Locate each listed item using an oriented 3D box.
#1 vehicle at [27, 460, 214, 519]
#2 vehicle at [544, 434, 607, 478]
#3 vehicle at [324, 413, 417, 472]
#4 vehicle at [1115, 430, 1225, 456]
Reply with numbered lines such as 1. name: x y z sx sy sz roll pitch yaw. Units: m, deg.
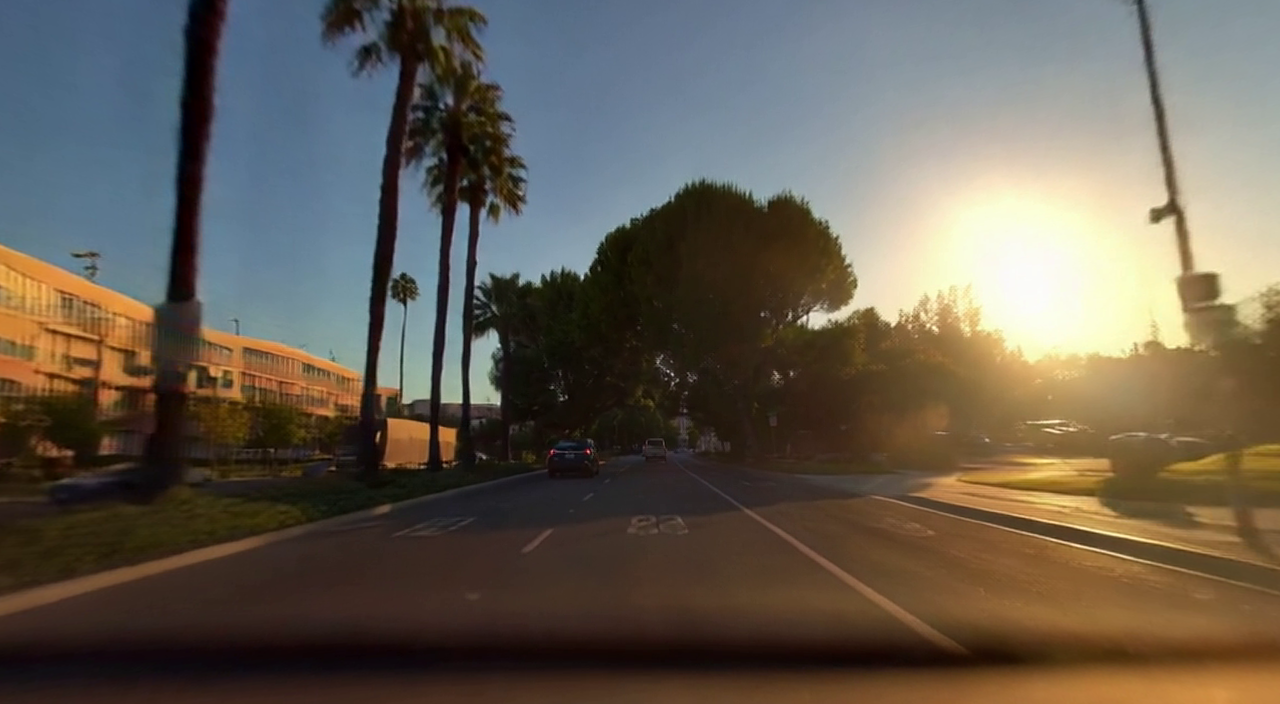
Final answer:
1. vehicle: -16.346 4.309 20.149 2.255 1.551 4.298 0 -8 1
2. vehicle: -2.895 4.790 29.206 2.188 1.819 4.667 -1 -8 3
3. vehicle: -19.908 6.895 46.949 3.298 4.031 7.060 0 -10 3
4. vehicle: 32.375 5.577 38.518 4.637 1.545 1.925 -3 -9 19
